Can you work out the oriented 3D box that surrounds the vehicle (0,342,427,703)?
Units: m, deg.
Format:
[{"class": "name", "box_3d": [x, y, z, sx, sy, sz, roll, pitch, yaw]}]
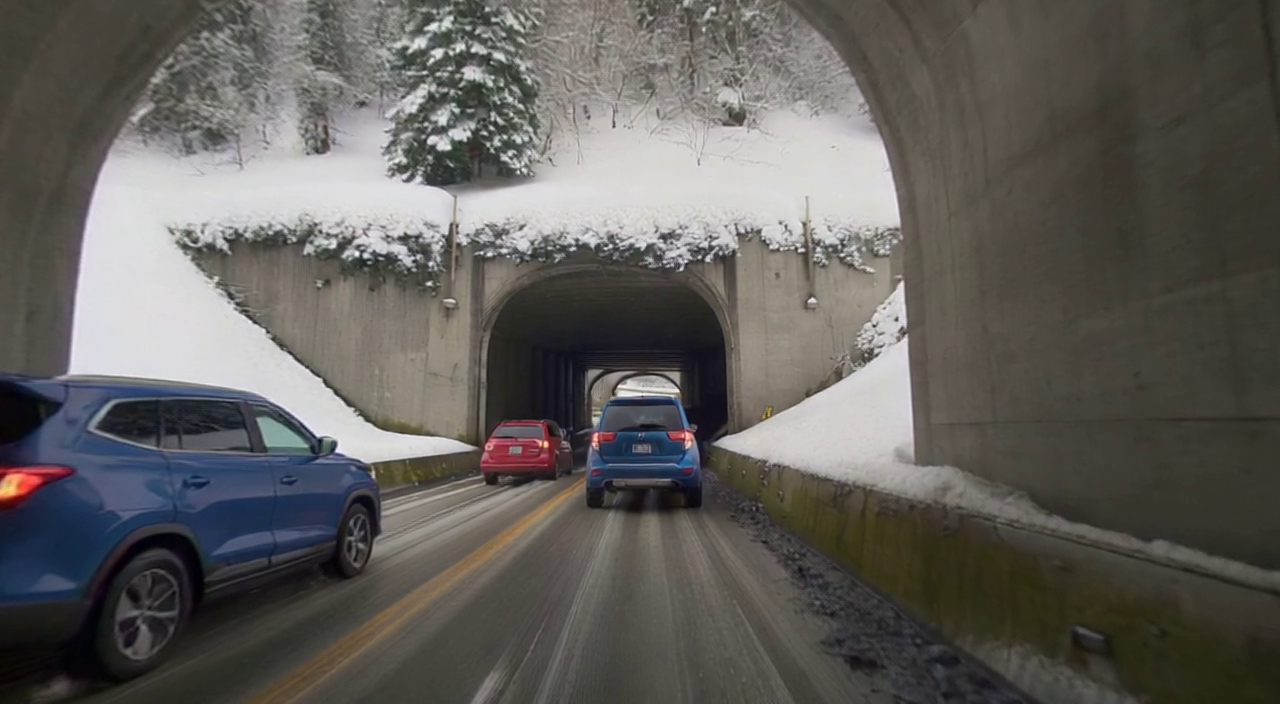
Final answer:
[{"class": "vehicle", "box_3d": [-3.535, 1.168, 4.974, 2.017, 1.761, 4.572, 0, -8, 1]}]

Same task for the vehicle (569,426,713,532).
[{"class": "vehicle", "box_3d": [0.076, 2.099, 10.978, 2.020, 1.478, 4.092, 0, -8, 2]}]

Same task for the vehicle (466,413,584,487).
[{"class": "vehicle", "box_3d": [-3.323, 3.029, 19.644, 2.329, 1.948, 5.800, -1, -8, 3]}]
